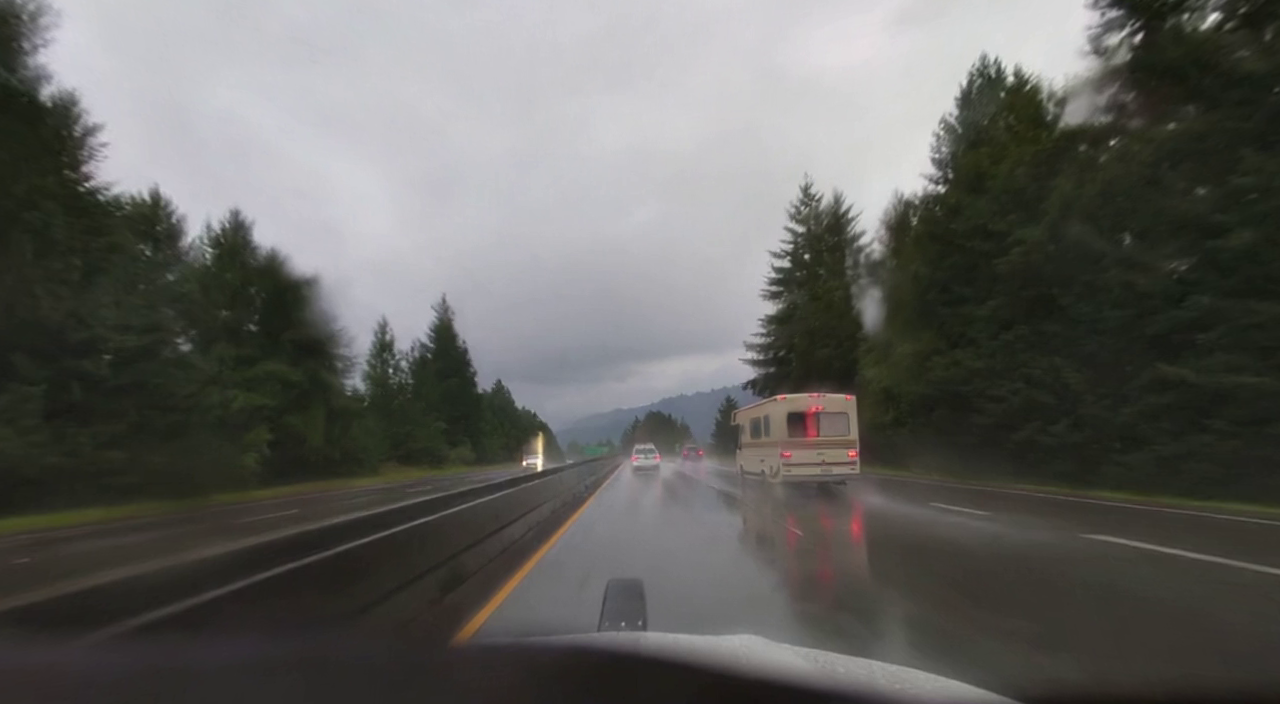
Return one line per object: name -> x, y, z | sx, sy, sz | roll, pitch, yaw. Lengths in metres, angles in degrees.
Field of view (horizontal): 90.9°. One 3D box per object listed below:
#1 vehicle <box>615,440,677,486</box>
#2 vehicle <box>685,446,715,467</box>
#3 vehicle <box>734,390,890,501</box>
vehicle -> 0.176, 4.131, 23.744 | 2.120, 1.575, 4.018 | 0, -9, -1
vehicle -> 4.319, 7.525, 45.503 | 1.757, 1.459, 3.398 | 0, -9, -1
vehicle -> 4.917, 2.924, 19.631 | 2.745, 2.832, 7.035 | 0, -9, -1
